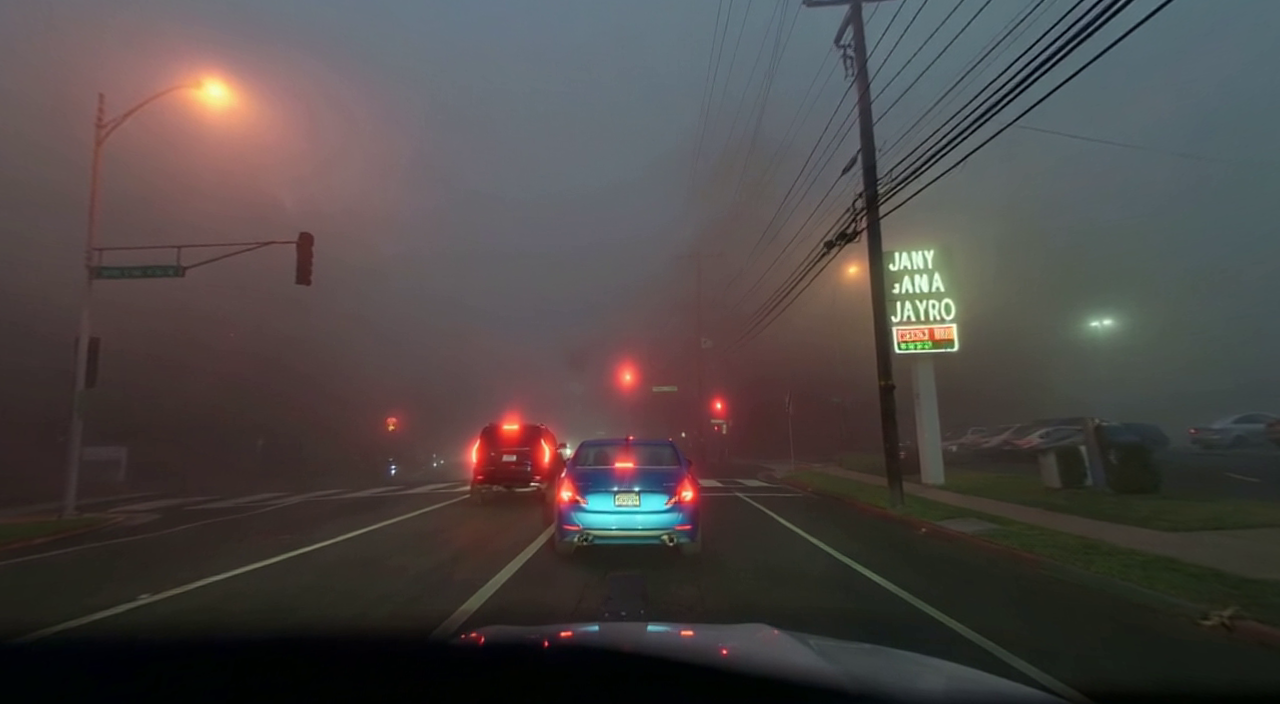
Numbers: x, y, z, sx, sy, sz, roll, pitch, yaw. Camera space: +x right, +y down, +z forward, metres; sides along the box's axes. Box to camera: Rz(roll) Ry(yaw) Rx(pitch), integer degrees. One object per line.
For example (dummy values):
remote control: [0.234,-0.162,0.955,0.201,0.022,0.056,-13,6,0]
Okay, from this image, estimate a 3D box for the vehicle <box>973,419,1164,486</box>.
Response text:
vehicle: [10.548,2.518,16.022,1.888,1.455,4.268,0,-8,1]

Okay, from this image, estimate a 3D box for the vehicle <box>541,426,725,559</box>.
vehicle: [-0.146,1.900,9.295,2.070,1.481,4.216,0,-8,-2]

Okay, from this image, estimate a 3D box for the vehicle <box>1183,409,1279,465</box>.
vehicle: [18.717,2.571,19.022,4.446,1.511,1.977,4,-10,-29]

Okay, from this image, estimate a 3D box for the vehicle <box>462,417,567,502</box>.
vehicle: [-3.060,2.721,16.354,2.106,1.852,4.512,0,-8,-4]

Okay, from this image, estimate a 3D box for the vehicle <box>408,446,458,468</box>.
vehicle: [-15.563,7.835,47.213,2.111,1.511,4.641,6,-10,-37]

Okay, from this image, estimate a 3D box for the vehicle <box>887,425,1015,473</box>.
vehicle: [10.642,3.362,22.039,1.842,1.471,4.481,1,-8,-6]
